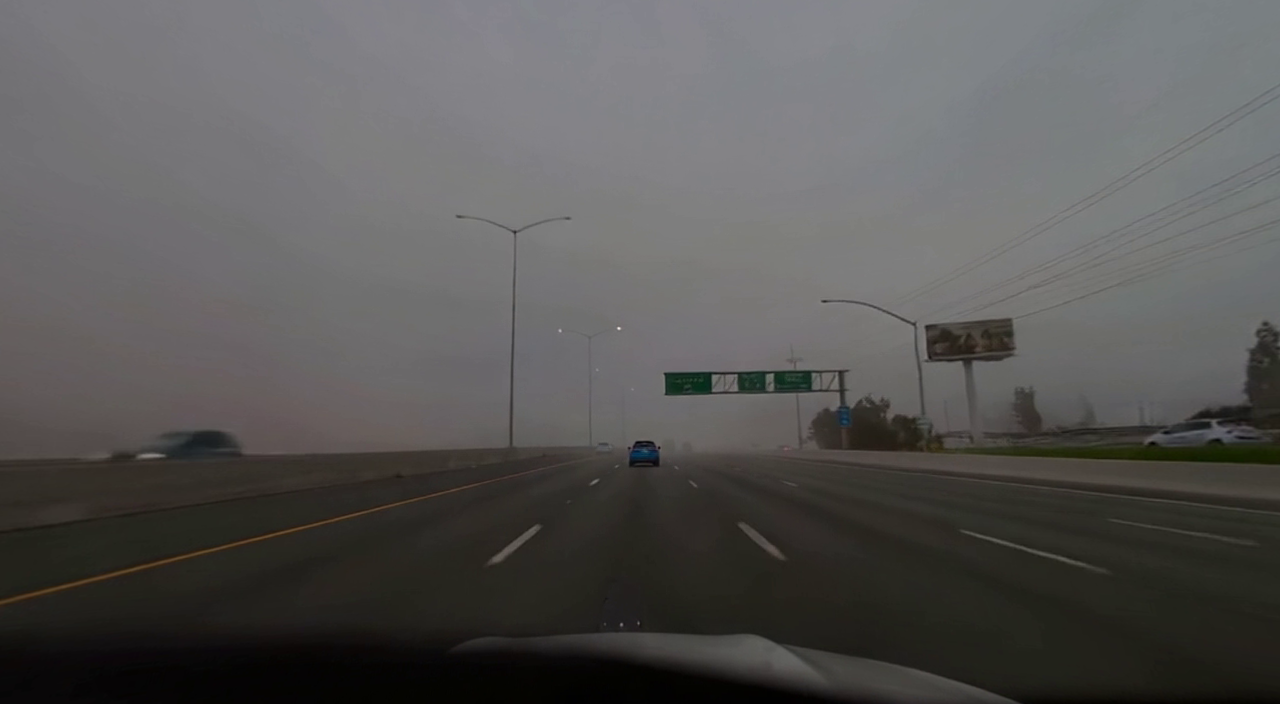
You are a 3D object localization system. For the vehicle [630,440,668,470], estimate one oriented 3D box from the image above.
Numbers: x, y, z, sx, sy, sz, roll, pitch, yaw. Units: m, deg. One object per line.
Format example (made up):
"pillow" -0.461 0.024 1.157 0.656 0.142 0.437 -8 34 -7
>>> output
"vehicle" 0.533 5.883 36.209 2.074 1.574 3.971 0 -8 1

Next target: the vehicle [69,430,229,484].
"vehicle" -15.633 3.362 20.429 1.895 1.554 3.965 -1 -8 1

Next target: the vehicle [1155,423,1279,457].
"vehicle" 27.794 4.237 30.210 2.072 1.495 4.732 0 -8 -4
